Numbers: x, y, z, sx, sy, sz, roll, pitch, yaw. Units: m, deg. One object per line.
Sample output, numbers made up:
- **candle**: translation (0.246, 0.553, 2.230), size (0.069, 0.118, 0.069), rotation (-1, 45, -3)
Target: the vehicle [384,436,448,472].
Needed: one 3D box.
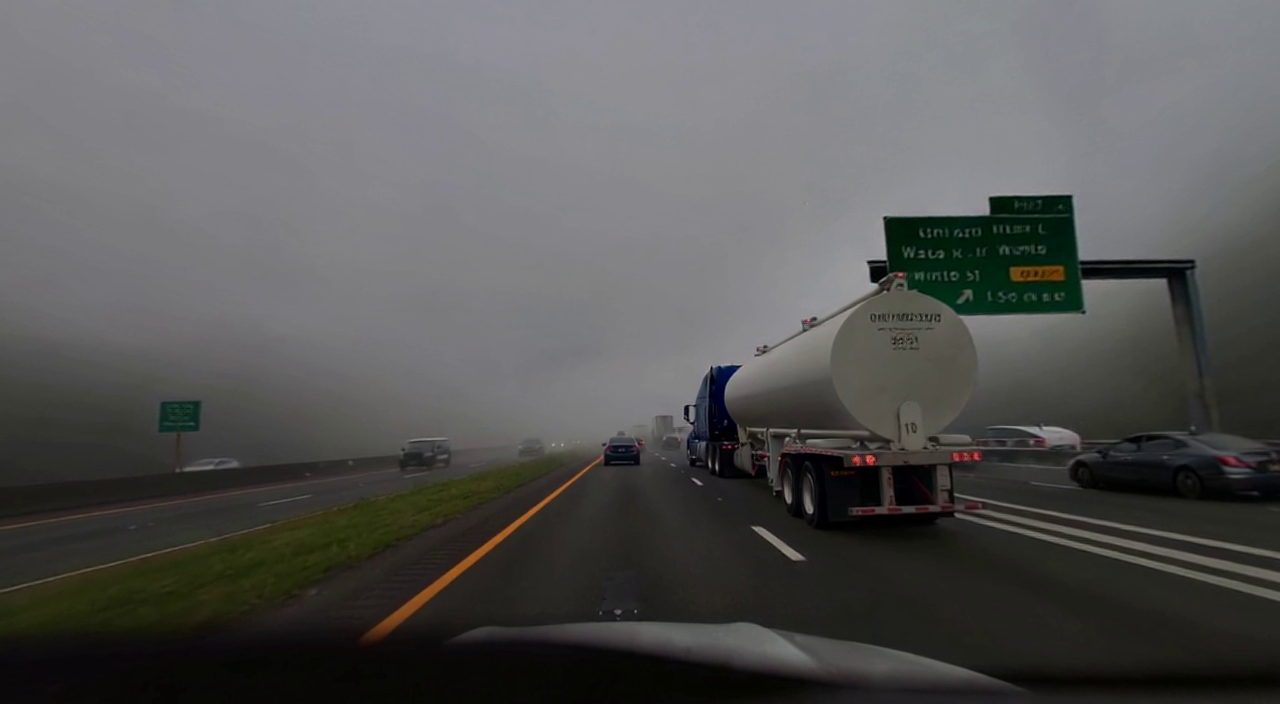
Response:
- **vehicle**: translation (-12.930, 5.891, 36.789), size (2.065, 1.948, 4.720), rotation (0, -8, -1)

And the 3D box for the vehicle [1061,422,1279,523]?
- **vehicle**: translation (9.855, 2.053, 11.349), size (1.739, 1.471, 3.889), rotation (0, -8, -2)

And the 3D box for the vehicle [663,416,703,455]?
- **vehicle**: translation (3.200, 6.345, 47.890), size (2.475, 2.782, 4.986), rotation (0, -8, -3)

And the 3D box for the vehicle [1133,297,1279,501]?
- **vehicle**: translation (14.588, 0.729, 11.255), size (2.878, 4.124, 10.050), rotation (0, -8, -4)

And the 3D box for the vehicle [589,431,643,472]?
- **vehicle**: translation (-0.922, 3.973, 25.375), size (2.000, 1.510, 3.518), rotation (0, -8, -1)

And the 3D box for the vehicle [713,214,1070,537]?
- **vehicle**: translation (3.522, 0.850, 12.228), size (2.826, 3.905, 9.262), rotation (0, -8, -2)

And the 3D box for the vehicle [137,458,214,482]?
- **vehicle**: translation (-35.134, 8.888, 47.759), size (1.846, 1.553, 4.238), rotation (-5, -9, 34)
